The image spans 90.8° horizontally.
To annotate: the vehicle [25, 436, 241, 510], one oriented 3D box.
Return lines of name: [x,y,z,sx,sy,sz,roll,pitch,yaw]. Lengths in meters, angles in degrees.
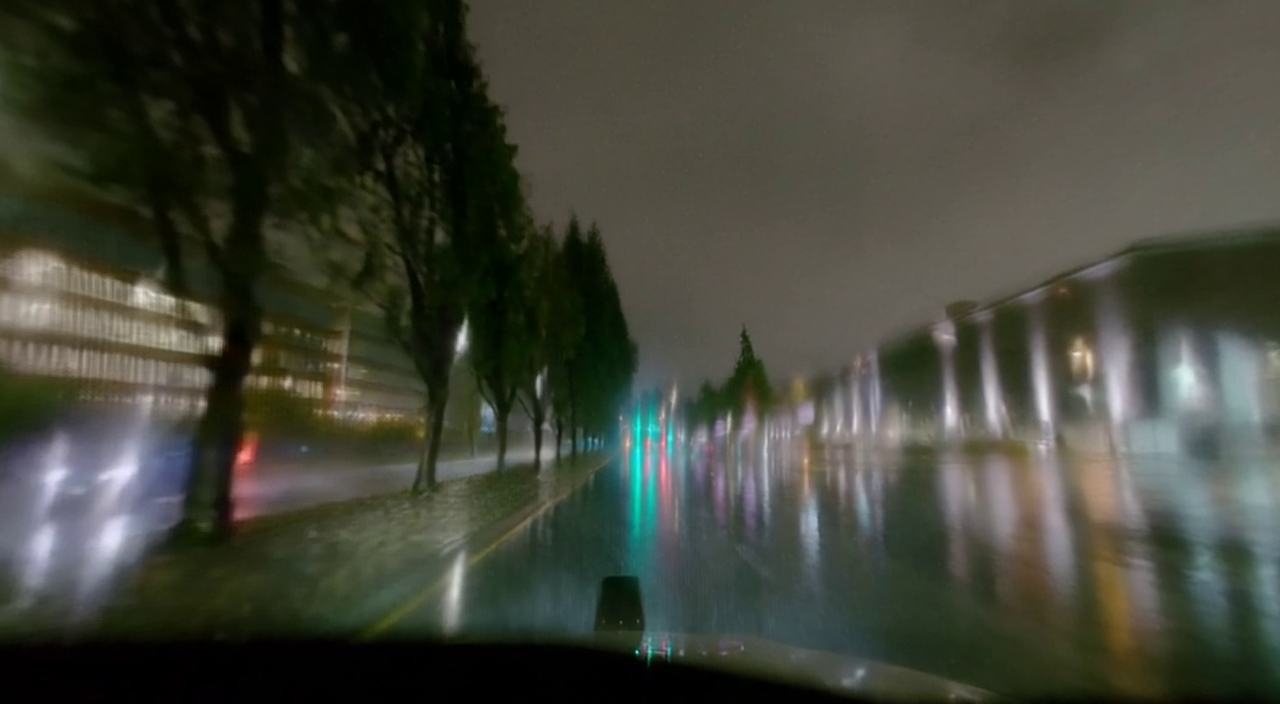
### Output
vehicle: [-15.217,3.619,19.564,2.141,1.942,5.474,0,-8,0]
